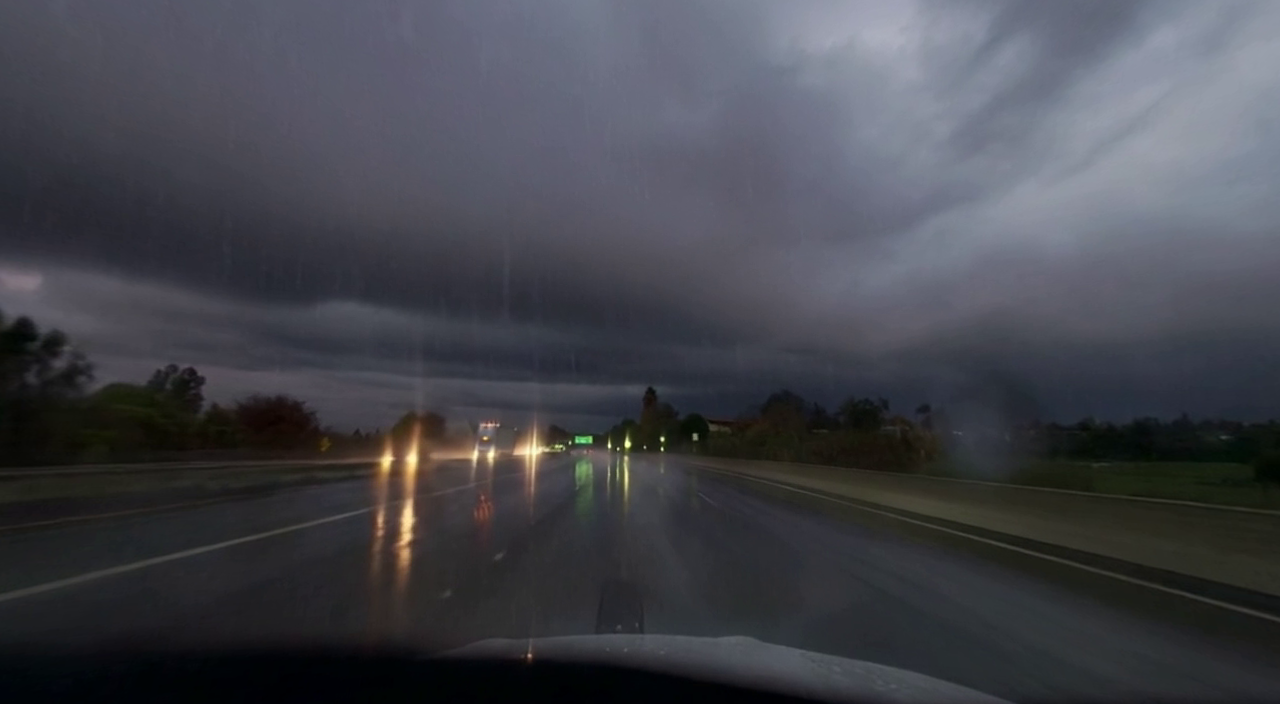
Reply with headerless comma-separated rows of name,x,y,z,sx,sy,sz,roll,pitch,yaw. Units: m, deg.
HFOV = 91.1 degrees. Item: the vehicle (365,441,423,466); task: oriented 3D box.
vehicle,-15.978,6.610,41.047,2.073,1.563,4.470,0,-9,-1
